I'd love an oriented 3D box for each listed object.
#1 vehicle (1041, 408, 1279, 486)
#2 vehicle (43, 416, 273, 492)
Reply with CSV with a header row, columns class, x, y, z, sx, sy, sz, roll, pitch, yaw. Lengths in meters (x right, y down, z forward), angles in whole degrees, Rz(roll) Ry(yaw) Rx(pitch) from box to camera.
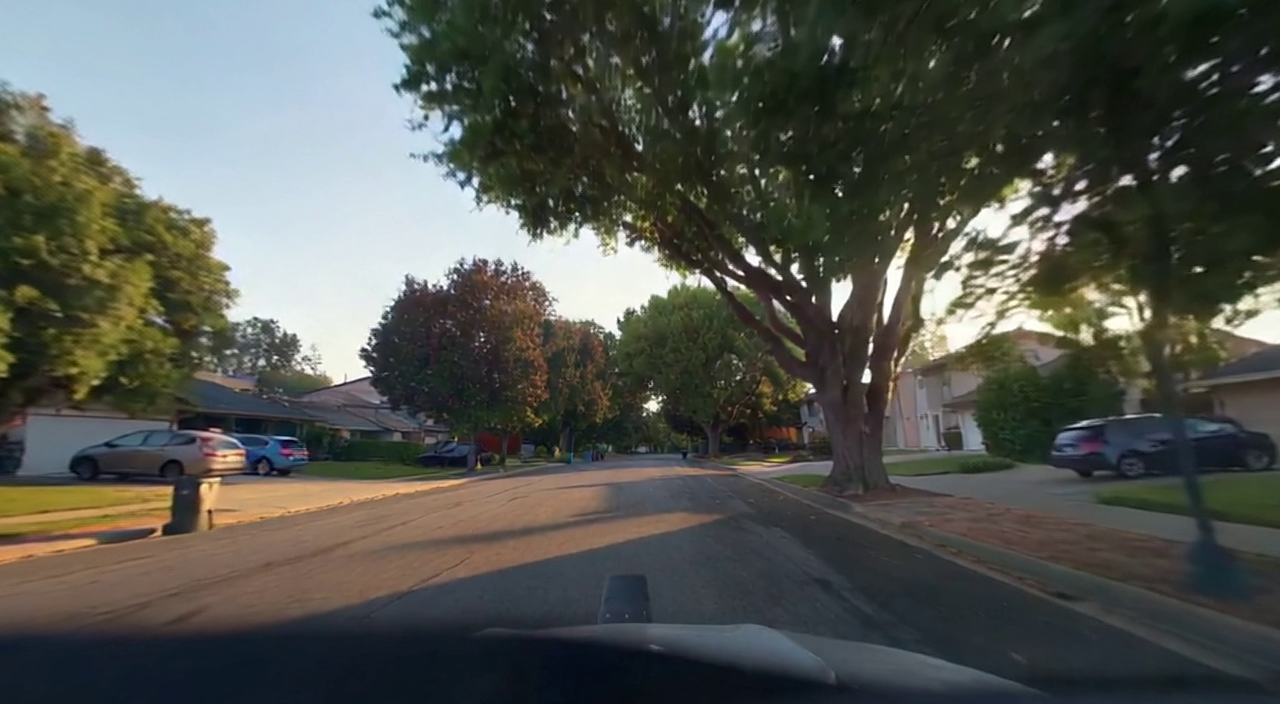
class,x,y,z,sx,sy,sz,roll,pitch,yaw
vehicle,11.459,2.020,13.532,4.254,1.538,2.020,0,-8,2
vehicle,-13.227,2.824,17.560,4.587,1.786,2.127,2,-9,2
